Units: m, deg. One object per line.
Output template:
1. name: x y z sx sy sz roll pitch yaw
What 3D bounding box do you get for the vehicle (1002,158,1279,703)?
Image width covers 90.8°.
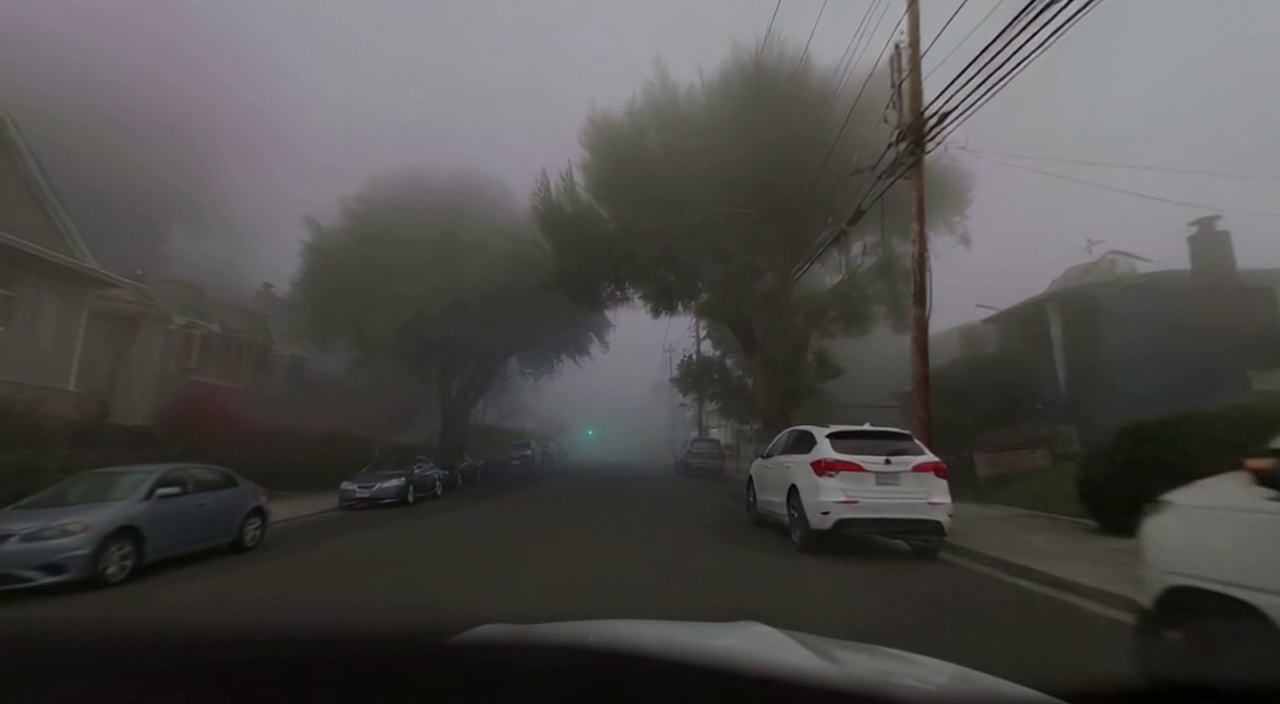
1. vehicle: 3.173 0.405 1.128 2.295 2.279 4.578 0 -8 1

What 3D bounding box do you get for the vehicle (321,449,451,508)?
1. vehicle: -6.745 3.362 17.362 1.958 1.359 4.357 0 -8 -3

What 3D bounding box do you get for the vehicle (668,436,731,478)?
1. vehicle: 2.821 5.166 31.395 2.365 1.874 5.669 0 -8 -2

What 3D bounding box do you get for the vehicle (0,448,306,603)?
1. vehicle: -6.558 2.060 8.582 1.866 1.474 4.753 1 -8 -6

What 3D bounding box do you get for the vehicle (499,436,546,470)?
1. vehicle: -7.262 6.309 39.605 2.183 1.972 4.817 0 -8 -2

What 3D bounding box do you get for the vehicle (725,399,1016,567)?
1. vehicle: 3.079 1.924 10.160 2.427 1.947 5.329 0 -8 -3
